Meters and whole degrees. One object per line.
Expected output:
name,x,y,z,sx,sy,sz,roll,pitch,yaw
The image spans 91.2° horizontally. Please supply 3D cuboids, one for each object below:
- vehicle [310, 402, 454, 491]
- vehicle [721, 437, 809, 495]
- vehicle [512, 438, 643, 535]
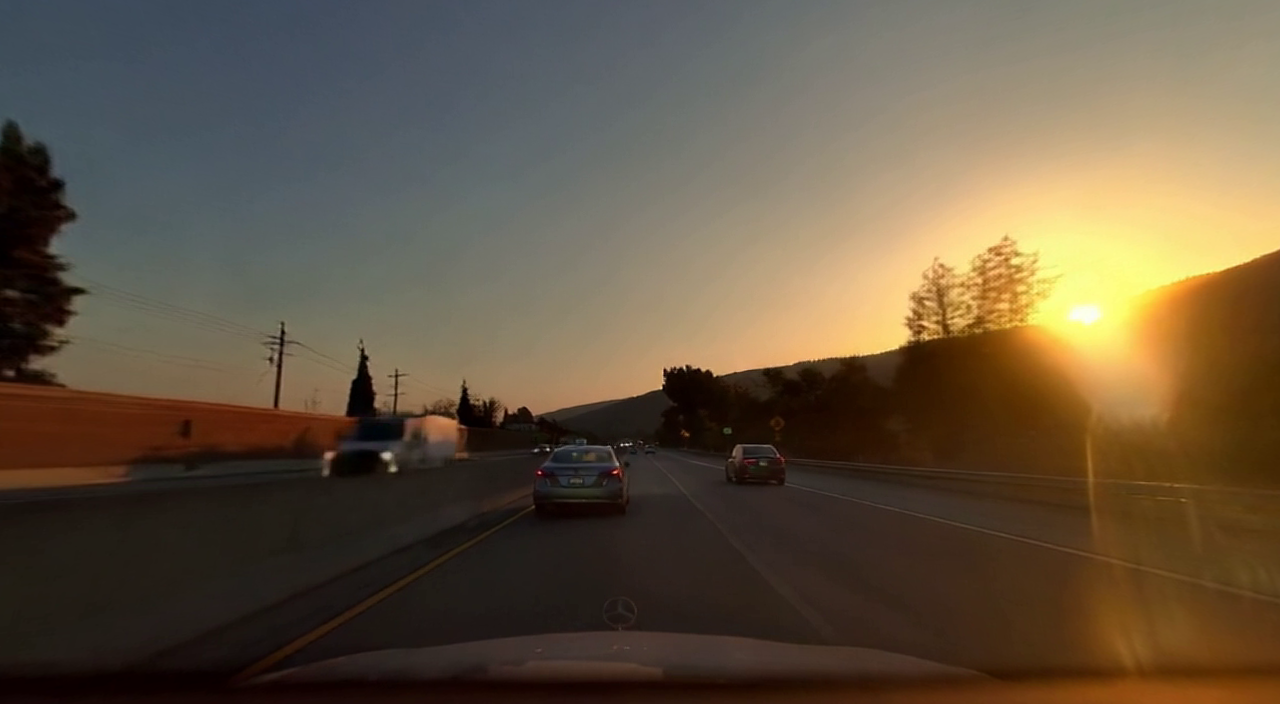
vehicle,-9.436,3.610,23.915,2.559,2.857,6.693,0,-9,1
vehicle,3.705,3.456,19.295,1.910,1.554,3.718,0,-9,0
vehicle,-0.965,2.416,11.890,2.013,1.479,4.169,0,-9,0
